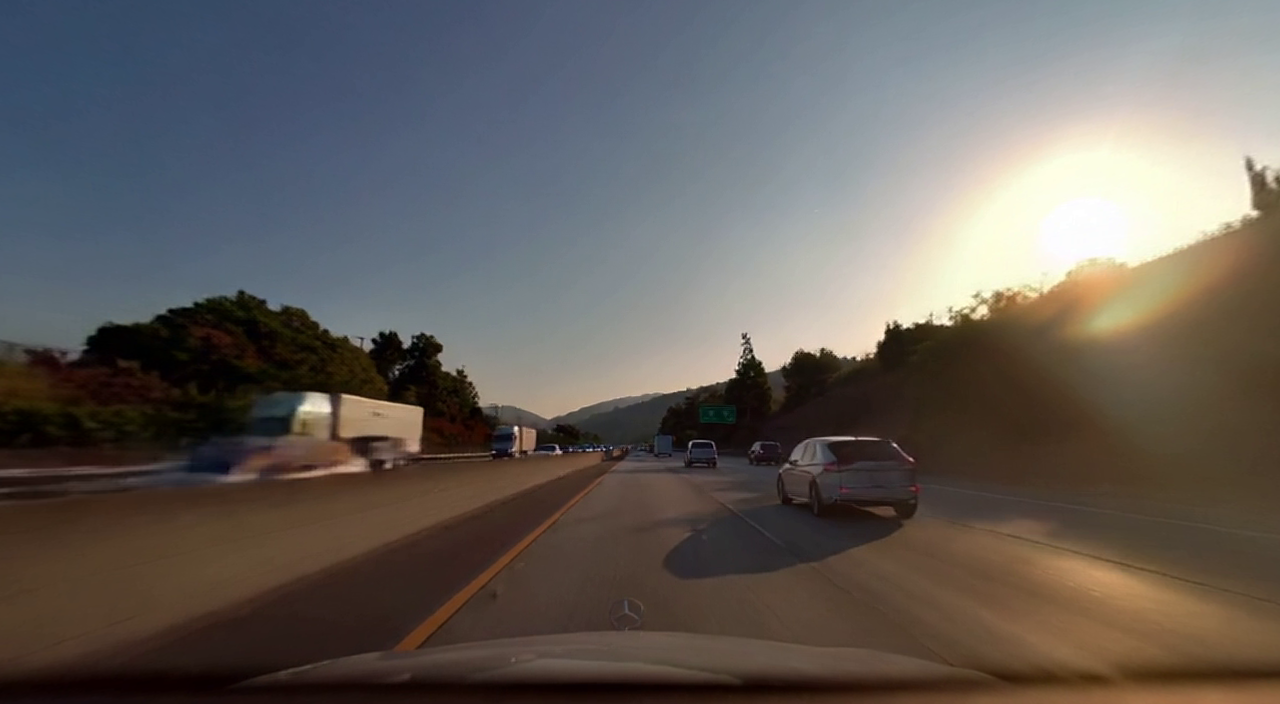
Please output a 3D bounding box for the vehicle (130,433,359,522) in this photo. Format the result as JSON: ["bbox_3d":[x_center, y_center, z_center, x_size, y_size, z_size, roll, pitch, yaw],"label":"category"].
[{"bbox_3d":[-7.654,2.453,12.846,1.900,1.485,4.239,0,-9,0],"label":"vehicle"}]

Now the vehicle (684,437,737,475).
[{"bbox_3d":[3.481,5.284,32.150,2.070,1.751,4.576,0,-9,-1],"label":"vehicle"}]

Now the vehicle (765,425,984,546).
[{"bbox_3d":[3.597,2.131,10.673,2.023,1.603,4.159,0,-9,-1],"label":"vehicle"}]
